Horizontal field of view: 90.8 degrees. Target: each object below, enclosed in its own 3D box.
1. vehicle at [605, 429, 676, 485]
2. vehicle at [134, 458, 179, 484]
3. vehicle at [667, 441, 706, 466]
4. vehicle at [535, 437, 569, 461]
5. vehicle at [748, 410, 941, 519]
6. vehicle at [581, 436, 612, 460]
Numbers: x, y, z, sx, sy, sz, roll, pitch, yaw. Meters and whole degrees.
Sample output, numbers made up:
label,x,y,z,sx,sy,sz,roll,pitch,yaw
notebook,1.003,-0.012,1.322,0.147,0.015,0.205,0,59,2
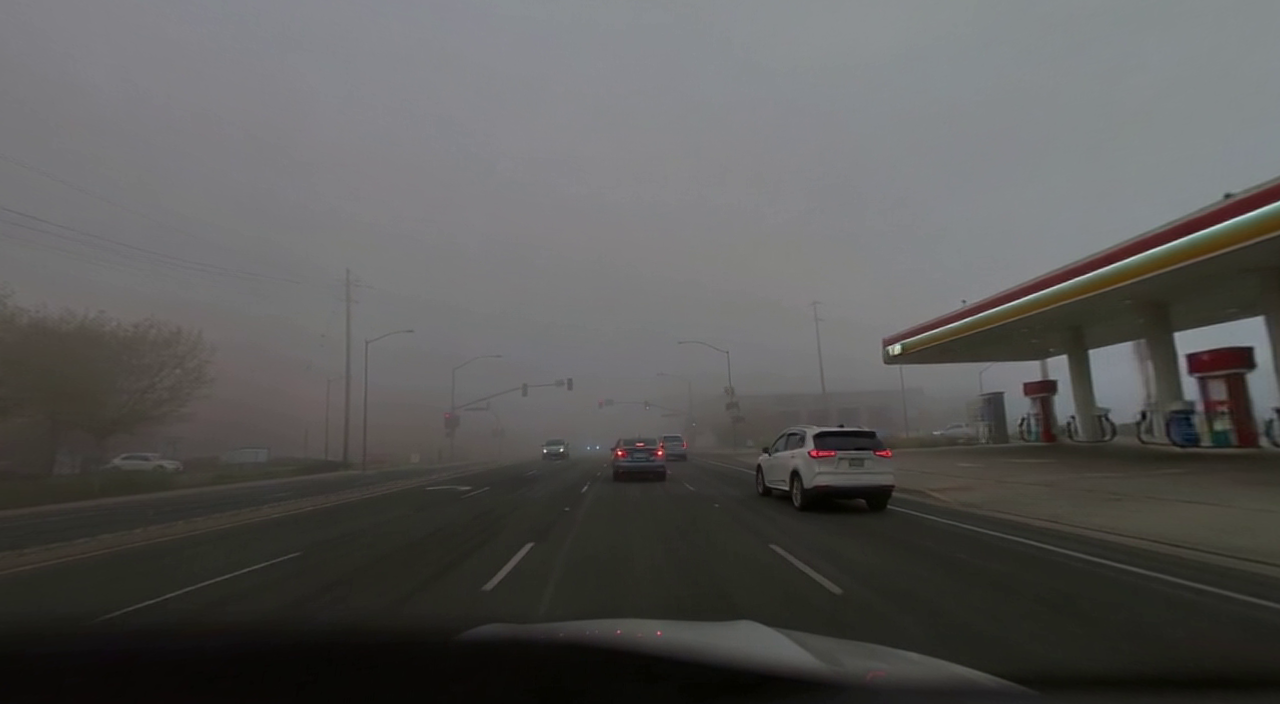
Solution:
label,x,y,z,sx,sy,sz,roll,pitch,yaw
vehicle,-0.072,3.511,21.373,2.164,1.718,3.881,0,-8,-2
vehicle,-30.706,7.518,40.070,1.948,1.452,4.370,7,-11,-39
vehicle,2.569,5.734,35.863,1.822,1.331,3.583,0,-8,-2
vehicle,-6.698,7.423,48.317,1.994,1.695,4.471,0,-8,0
vehicle,3.851,2.242,13.106,2.116,1.791,5.006,0,-8,-3
vehicle,-3.322,7.436,48.951,2.155,1.745,4.248,0,-8,-1
